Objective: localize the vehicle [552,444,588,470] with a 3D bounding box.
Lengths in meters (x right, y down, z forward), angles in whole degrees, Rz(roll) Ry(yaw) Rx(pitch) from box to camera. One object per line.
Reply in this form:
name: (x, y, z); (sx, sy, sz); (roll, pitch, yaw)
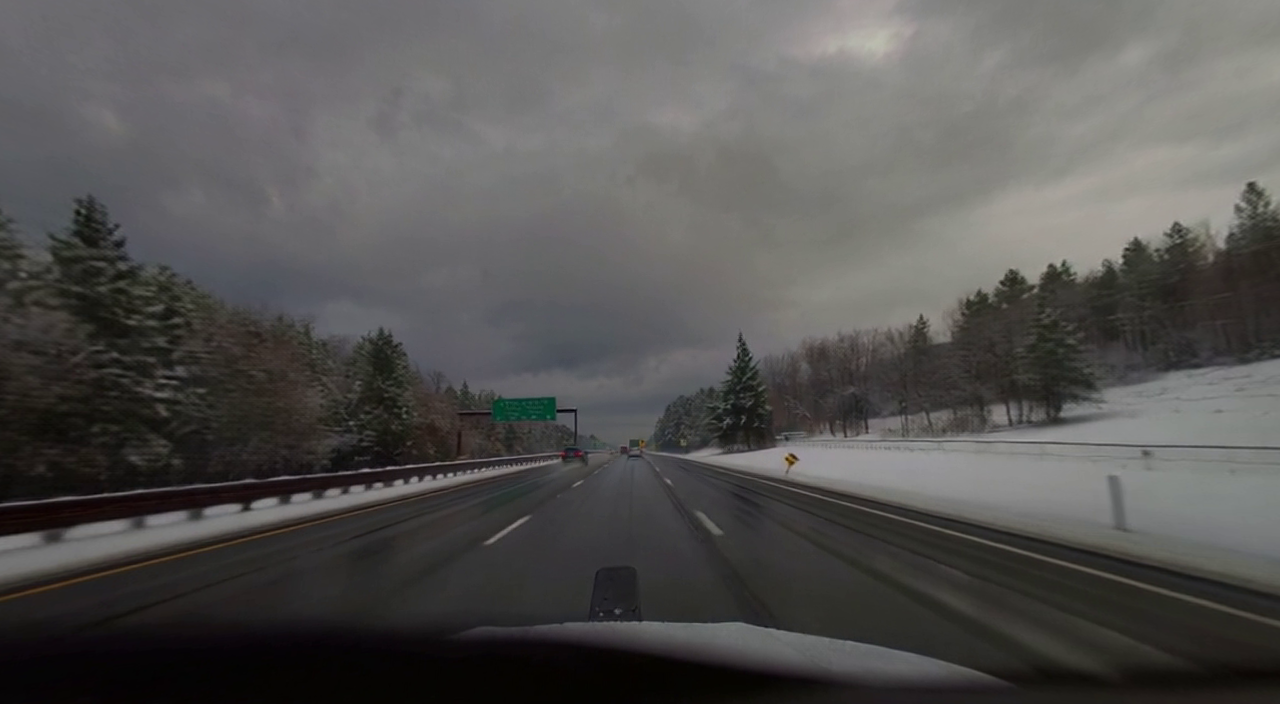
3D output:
vehicle: (-4.556, 6.938, 41.532); (1.958, 1.587, 4.801); (0, -9, -2)
